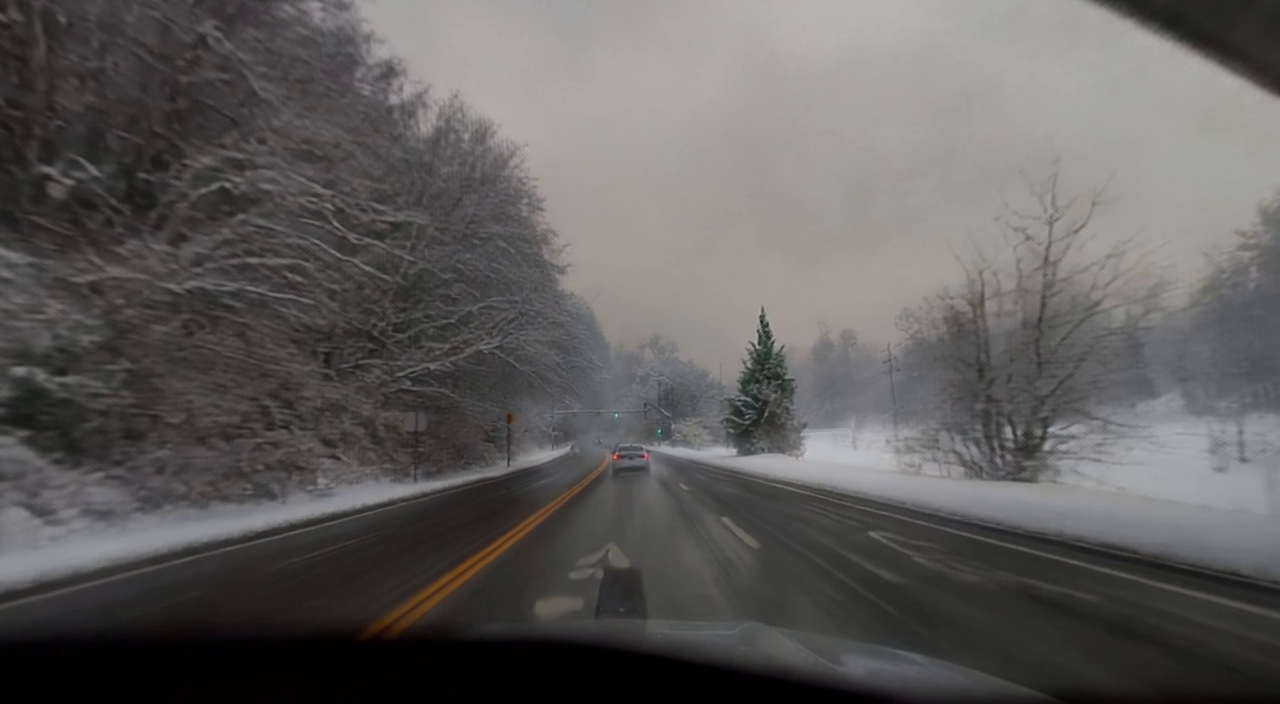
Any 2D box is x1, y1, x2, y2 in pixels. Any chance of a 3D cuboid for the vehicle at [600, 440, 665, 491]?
[{"bbox_3d":[-0.284,3.896,21.846,2.037,1.601,3.643,0,-9,-1],"label":"vehicle"}]
